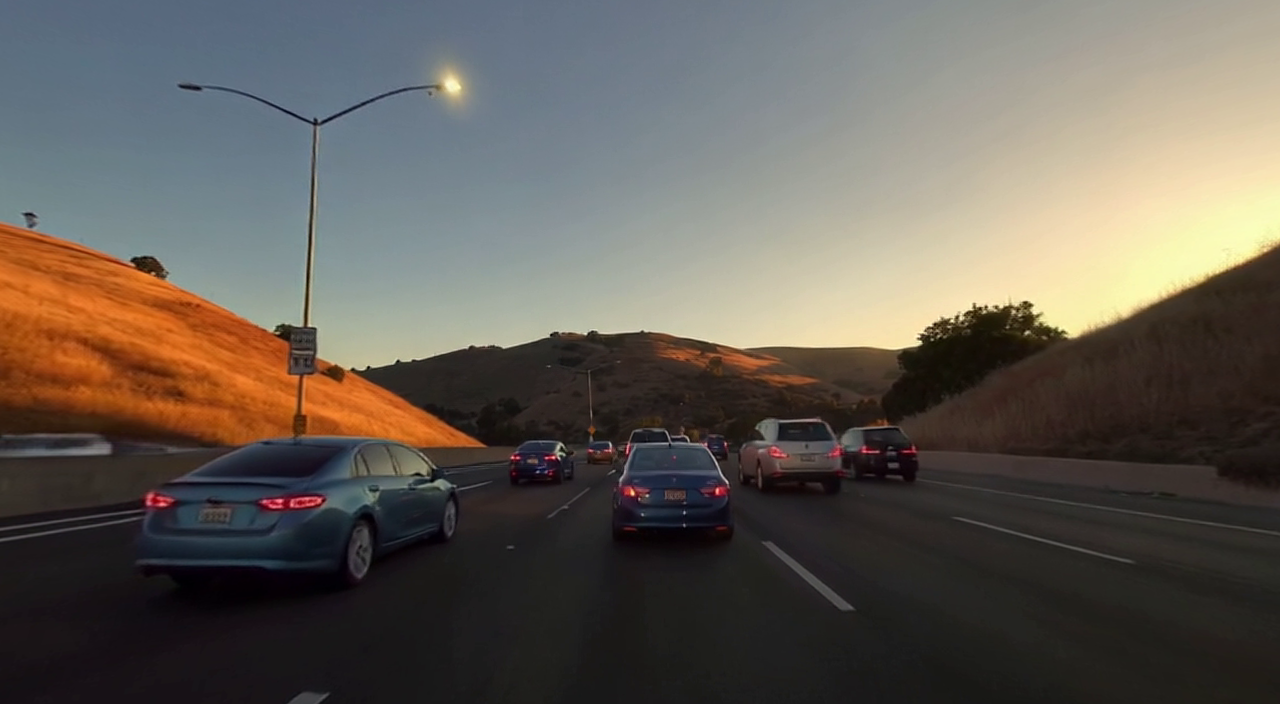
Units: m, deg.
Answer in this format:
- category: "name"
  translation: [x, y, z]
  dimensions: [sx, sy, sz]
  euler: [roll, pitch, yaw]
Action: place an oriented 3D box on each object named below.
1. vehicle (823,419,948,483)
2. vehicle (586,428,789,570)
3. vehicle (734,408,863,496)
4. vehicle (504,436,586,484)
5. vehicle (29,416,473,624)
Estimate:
- category: "vehicle"
  translation: [7.469, 3.083, 19.793]
  dimensions: [2.071, 1.754, 4.586]
  euler: [0, -8, 0]
- category: "vehicle"
  translation: [0.508, 1.803, 8.490]
  dimensions: [2.072, 1.431, 3.904]
  euler: [0, -8, 1]
- category: "vehicle"
  translation: [3.779, 2.503, 15.977]
  dimensions: [2.086, 1.884, 4.547]
  euler: [0, -8, 0]
- category: "vehicle"
  translation: [-3.133, 3.661, 21.713]
  dimensions: [2.017, 1.446, 4.384]
  euler: [0, -8, 2]
- category: "vehicle"
  translation: [-3.442, 1.557, 6.864]
  dimensions: [2.033, 1.513, 4.333]
  euler: [0, -8, 1]
